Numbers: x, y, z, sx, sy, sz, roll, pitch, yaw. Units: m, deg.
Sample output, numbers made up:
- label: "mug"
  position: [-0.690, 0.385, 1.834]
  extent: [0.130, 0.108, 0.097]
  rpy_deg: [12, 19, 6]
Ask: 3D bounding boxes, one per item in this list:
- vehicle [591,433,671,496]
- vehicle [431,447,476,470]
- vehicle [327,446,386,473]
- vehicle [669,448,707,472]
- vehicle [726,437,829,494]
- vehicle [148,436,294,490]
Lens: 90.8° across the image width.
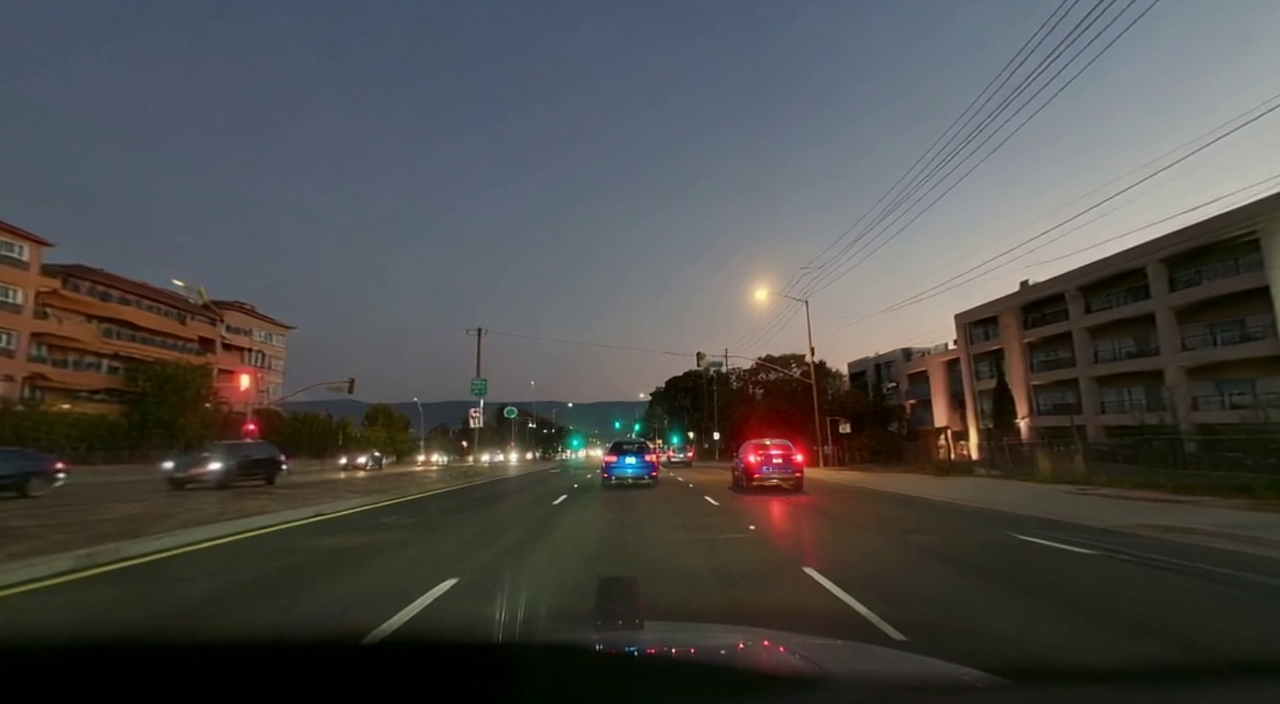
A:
- label: "vehicle"
  position: [-0.280, 3.208, 18.415]
  extent: [2.073, 1.606, 3.933]
  rpy_deg: [0, -8, -1]
- label: "vehicle"
  position: [-14.237, 8.115, 48.464]
  extent: [2.019, 1.696, 4.583]
  rpy_deg: [0, -9, 0]
- label: "vehicle"
  position: [-18.709, 7.089, 41.935]
  extent: [2.006, 1.690, 4.548]
  rpy_deg: [0, -9, -3]
- label: "vehicle"
  position: [3.077, 7.002, 41.289]
  extent: [2.054, 1.461, 4.321]
  rpy_deg: [0, -8, -1]
- label: "vehicle"
  position: [4.050, 3.422, 19.480]
  extent: [2.086, 1.534, 4.351]
  rpy_deg: [0, -8, -2]
- label: "vehicle"
  position: [-14.330, 3.809, 21.993]
  extent: [2.064, 1.676, 4.332]
  rpy_deg: [0, -9, 0]
